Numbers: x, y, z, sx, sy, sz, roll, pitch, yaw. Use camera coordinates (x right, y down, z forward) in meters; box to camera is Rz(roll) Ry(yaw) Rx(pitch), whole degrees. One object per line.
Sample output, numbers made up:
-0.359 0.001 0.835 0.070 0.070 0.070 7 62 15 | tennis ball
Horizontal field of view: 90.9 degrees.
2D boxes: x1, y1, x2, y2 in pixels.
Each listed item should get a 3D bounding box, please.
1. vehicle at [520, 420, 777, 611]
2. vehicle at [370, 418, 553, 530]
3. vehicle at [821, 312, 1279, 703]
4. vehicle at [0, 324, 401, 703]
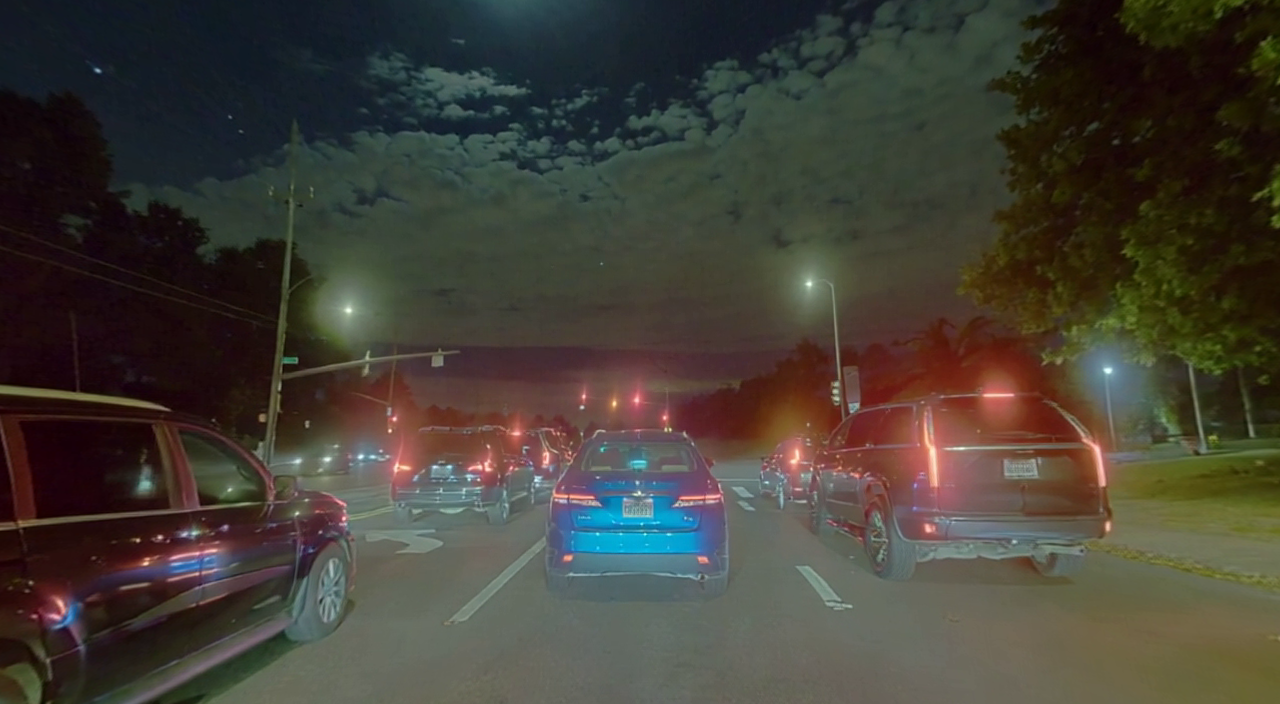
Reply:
0.029 1.586 7.023 2.021 1.490 3.948 0 -8 -1 | vehicle
-3.183 2.299 12.449 2.117 1.772 4.619 0 -8 2 | vehicle
3.216 1.098 4.724 2.141 1.833 4.704 0 -8 -2 | vehicle
-3.125 0.953 3.302 1.982 1.721 4.261 0 -8 1 | vehicle
